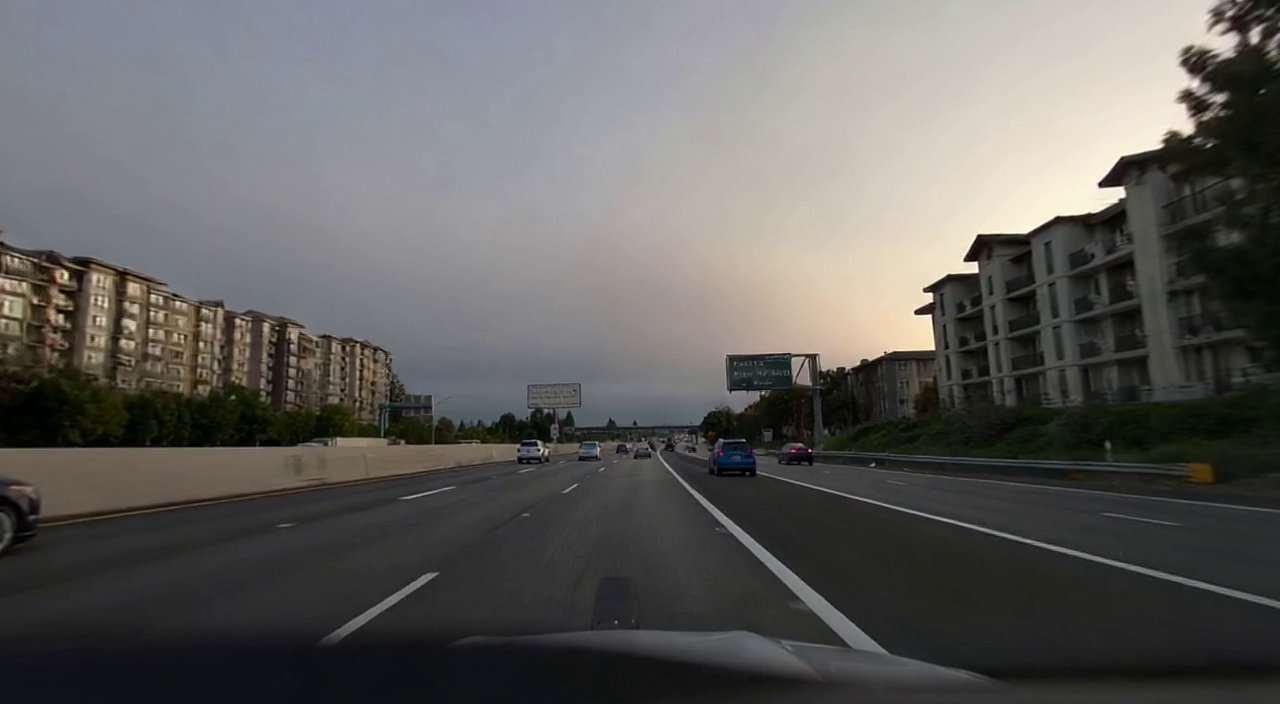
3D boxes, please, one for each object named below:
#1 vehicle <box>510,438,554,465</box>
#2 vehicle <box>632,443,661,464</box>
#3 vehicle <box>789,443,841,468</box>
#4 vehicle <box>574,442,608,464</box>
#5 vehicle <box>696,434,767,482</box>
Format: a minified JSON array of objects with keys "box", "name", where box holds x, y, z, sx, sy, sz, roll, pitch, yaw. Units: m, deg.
[{"box":[-7.238,6.718,42.648,2.057,1.733,4.589,0,-9,1],"name":"vehicle"},{"box":[0.450,7.337,45.747,1.992,1.431,4.055,0,-9,0],"name":"vehicle"},{"box":[11.035,6.557,40.227,2.061,1.459,4.273,0,-9,0],"name":"vehicle"},{"box":[-3.458,7.207,45.140,2.002,1.466,4.378,0,-9,1],"name":"vehicle"},{"box":[3.501,4.150,24.987,2.080,1.694,4.286,0,-9,-1],"name":"vehicle"}]
